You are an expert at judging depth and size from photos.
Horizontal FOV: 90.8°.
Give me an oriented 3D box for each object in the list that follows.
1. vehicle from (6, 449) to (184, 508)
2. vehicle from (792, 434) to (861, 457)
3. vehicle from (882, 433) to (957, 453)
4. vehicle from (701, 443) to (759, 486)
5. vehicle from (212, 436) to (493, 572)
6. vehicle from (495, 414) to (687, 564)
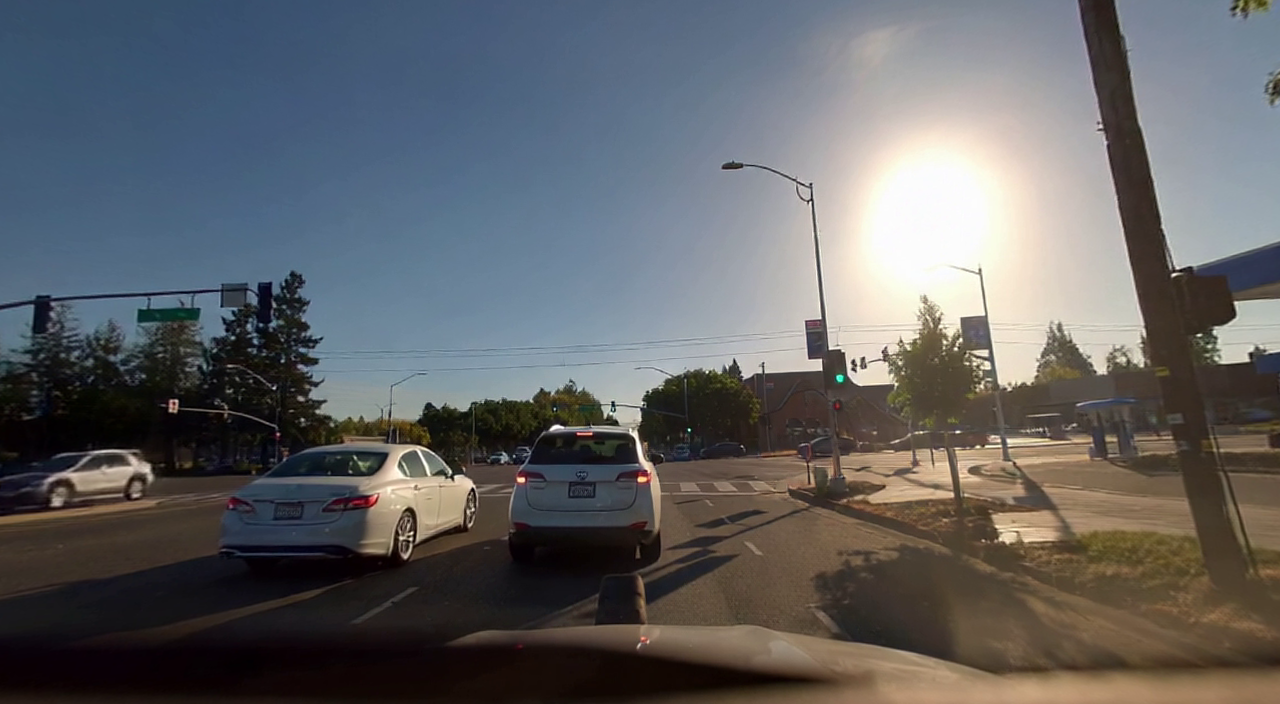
[{"bbox_3d":[-18.385,4.218,21.678,2.029,1.748,4.518,0,-8,0],"label":"vehicle"},{"bbox_3d":[13.888,6.992,47.265,4.524,1.681,1.823,0,-8,-1],"label":"vehicle"},{"bbox_3d":[20.734,6.765,46.979,4.700,1.417,1.789,0,-8,1],"label":"vehicle"},{"bbox_3d":[3.396,4.200,23.997,1.976,1.462,4.342,-1,-8,8],"label":"vehicle"},{"bbox_3d":[-3.706,2.012,9.220,2.003,1.492,4.291,0,-8,1],"label":"vehicle"},{"bbox_3d":[-0.579,1.896,9.498,2.210,1.722,4.215,0,-8,0],"label":"vehicle"}]
